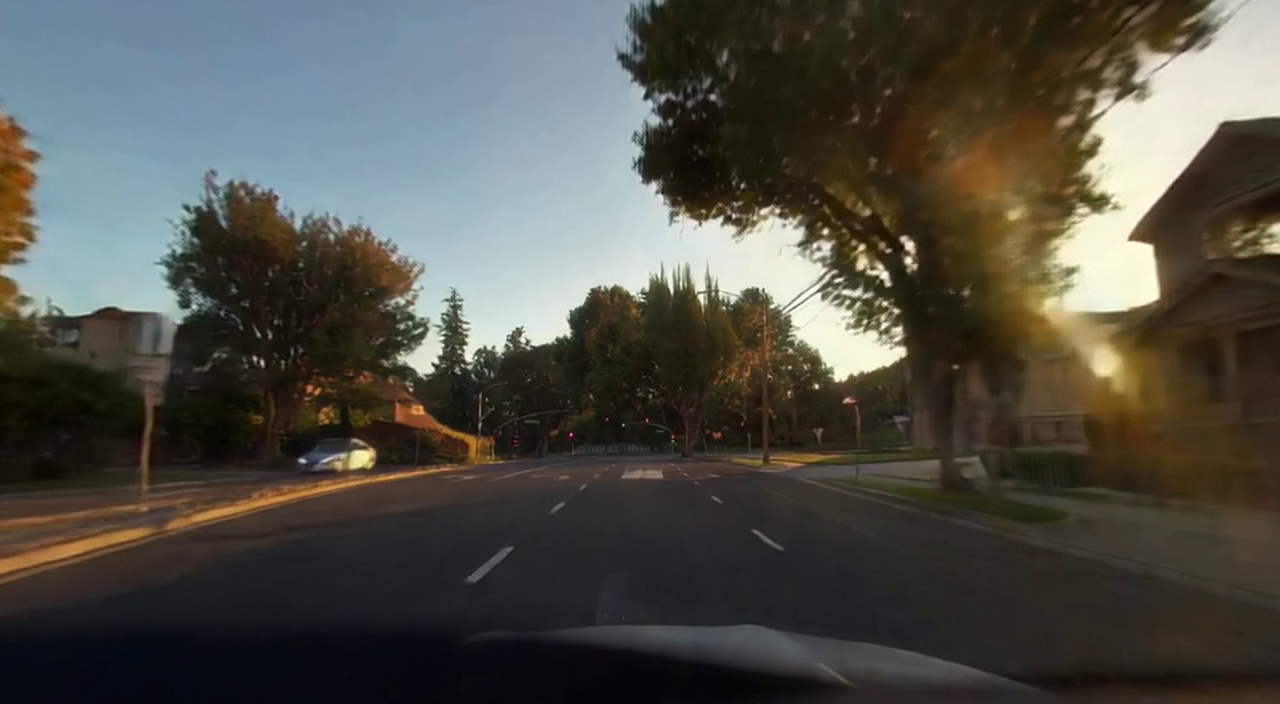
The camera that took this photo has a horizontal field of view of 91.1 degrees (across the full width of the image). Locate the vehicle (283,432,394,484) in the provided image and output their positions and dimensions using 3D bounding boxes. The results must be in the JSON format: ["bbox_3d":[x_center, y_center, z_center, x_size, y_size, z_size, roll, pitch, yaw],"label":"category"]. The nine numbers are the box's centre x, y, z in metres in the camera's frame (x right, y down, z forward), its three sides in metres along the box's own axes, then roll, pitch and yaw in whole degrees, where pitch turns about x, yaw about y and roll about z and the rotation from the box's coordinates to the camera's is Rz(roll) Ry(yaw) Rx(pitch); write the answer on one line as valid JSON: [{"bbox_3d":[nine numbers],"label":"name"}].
[{"bbox_3d":[-11.760,4.148,24.938,2.045,1.847,4.674,0,-8,0],"label":"vehicle"}]
